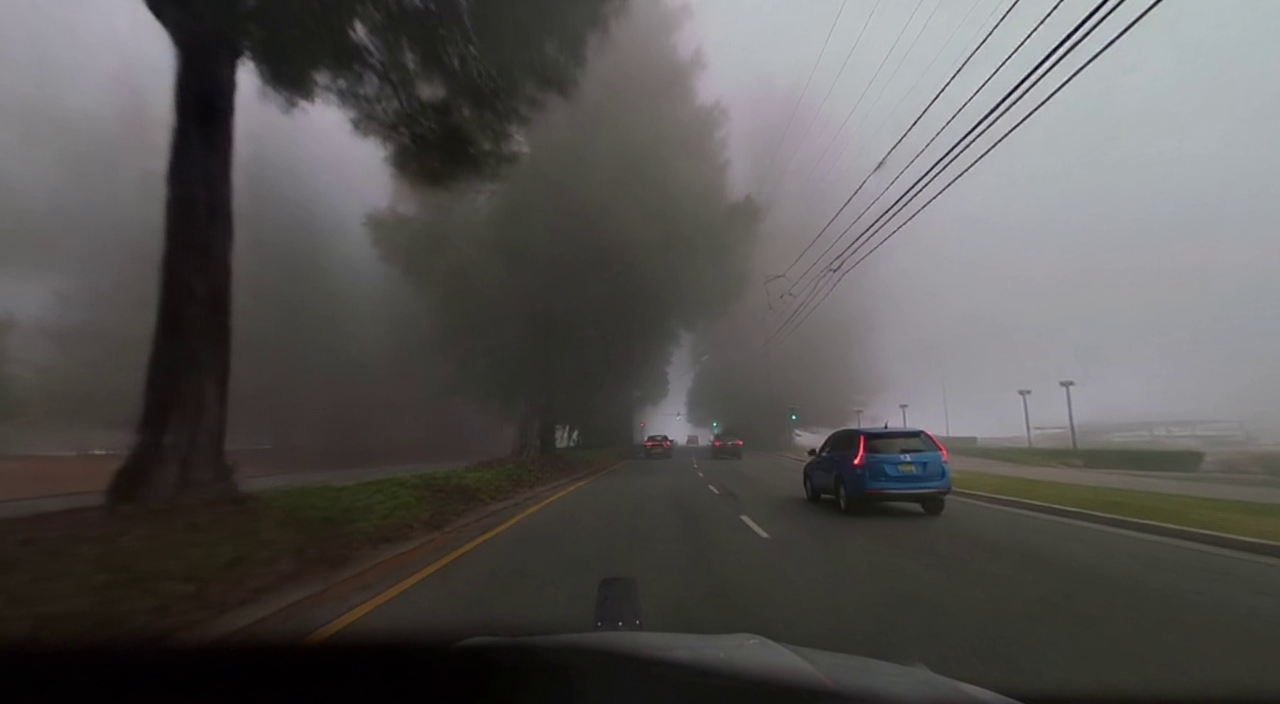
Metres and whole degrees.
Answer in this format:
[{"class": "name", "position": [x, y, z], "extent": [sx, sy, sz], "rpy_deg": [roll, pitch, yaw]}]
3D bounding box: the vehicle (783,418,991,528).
[{"class": "vehicle", "position": [3.939, 1.999, 11.022], "extent": [1.881, 1.512, 4.294], "rpy_deg": [-1, -8, 0]}]

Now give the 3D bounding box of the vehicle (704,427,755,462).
[{"class": "vehicle", "position": [5.082, 5.325, 36.532], "extent": [2.254, 1.840, 4.918], "rpy_deg": [-1, -8, 1]}]

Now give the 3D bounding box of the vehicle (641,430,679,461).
[{"class": "vehicle", "position": [1.227, 5.624, 38.104], "extent": [2.163, 1.746, 4.073], "rpy_deg": [-1, -8, 3]}]
